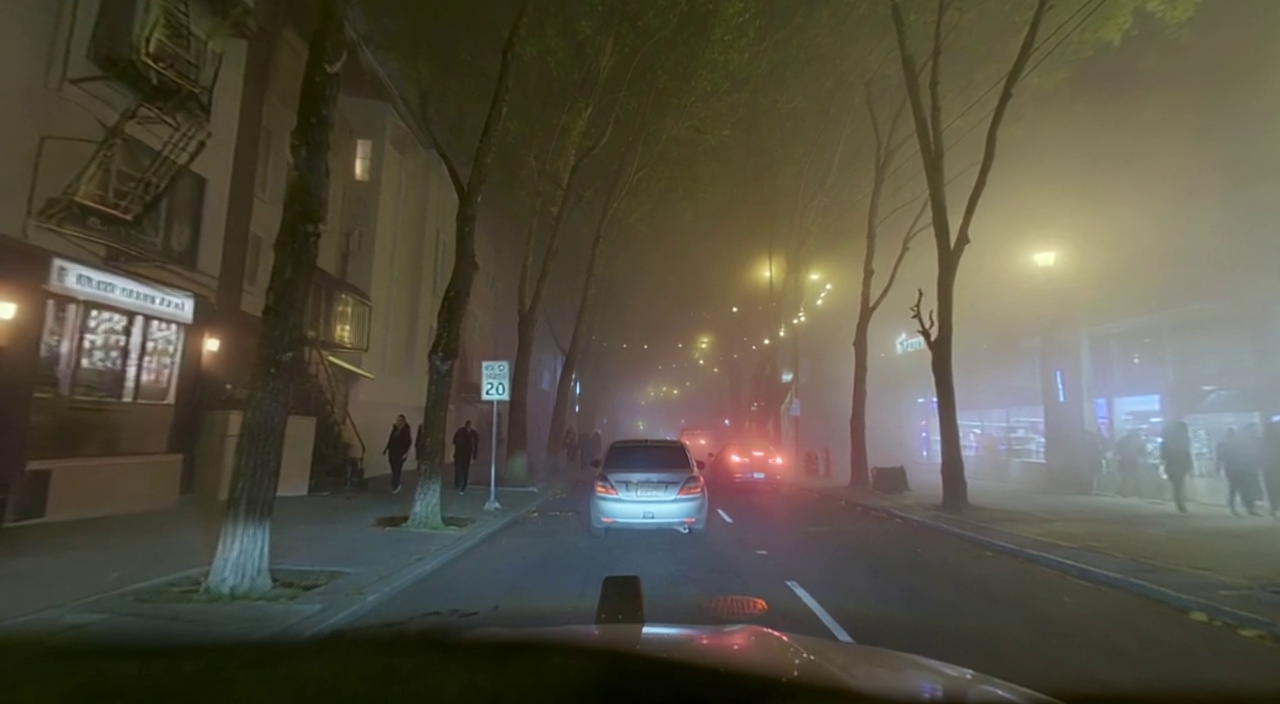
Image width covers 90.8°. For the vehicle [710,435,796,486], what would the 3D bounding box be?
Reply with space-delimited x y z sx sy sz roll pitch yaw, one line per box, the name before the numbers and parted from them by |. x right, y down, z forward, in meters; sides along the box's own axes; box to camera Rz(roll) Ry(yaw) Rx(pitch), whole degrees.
vehicle | 3.664 3.617 21.325 2.025 1.523 4.426 0 -9 -1

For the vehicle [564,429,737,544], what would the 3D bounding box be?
vehicle | 0.108 2.076 10.405 2.261 1.474 4.130 0 -8 -1
